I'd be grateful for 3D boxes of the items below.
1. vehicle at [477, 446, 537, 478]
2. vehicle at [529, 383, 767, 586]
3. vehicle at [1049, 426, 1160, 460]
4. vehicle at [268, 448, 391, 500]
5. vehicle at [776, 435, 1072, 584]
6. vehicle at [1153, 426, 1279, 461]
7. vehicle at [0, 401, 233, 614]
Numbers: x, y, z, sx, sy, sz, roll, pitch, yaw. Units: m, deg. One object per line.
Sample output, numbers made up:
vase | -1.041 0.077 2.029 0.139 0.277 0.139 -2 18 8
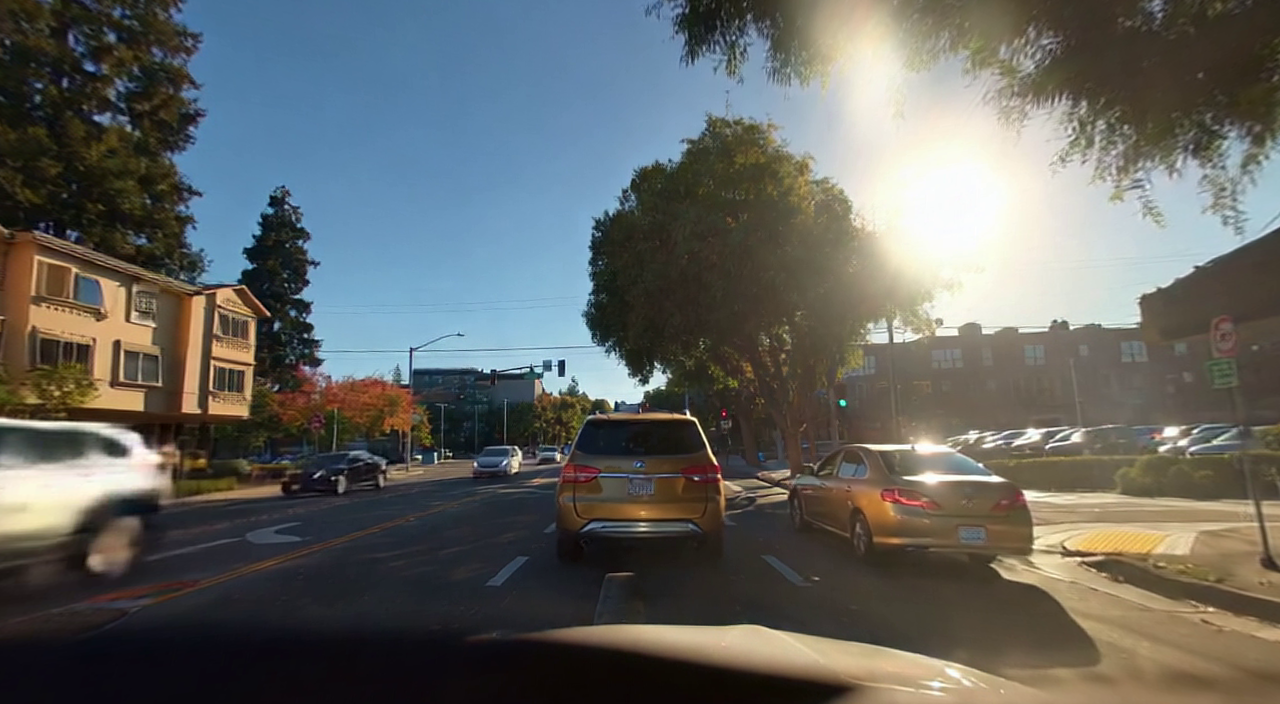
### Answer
vehicle | -6.625 5.533 31.826 1.981 1.478 4.701 0 -9 1
vehicle | 0.039 1.590 8.255 2.296 1.947 4.168 0 -9 -1
vehicle | 26.666 5.241 36.151 4.704 1.919 2.130 0 -9 -2
vehicle | -10.581 4.159 21.856 1.772 1.561 4.773 0 -8 1
vehicle | 3.368 1.926 8.627 1.900 1.478 4.425 0 -9 -1
vehicle | 25.932 4.093 28.027 4.420 1.469 1.807 0 -8 1
vehicle | -6.332 1.355 5.644 2.153 1.728 4.753 0 -9 -1
